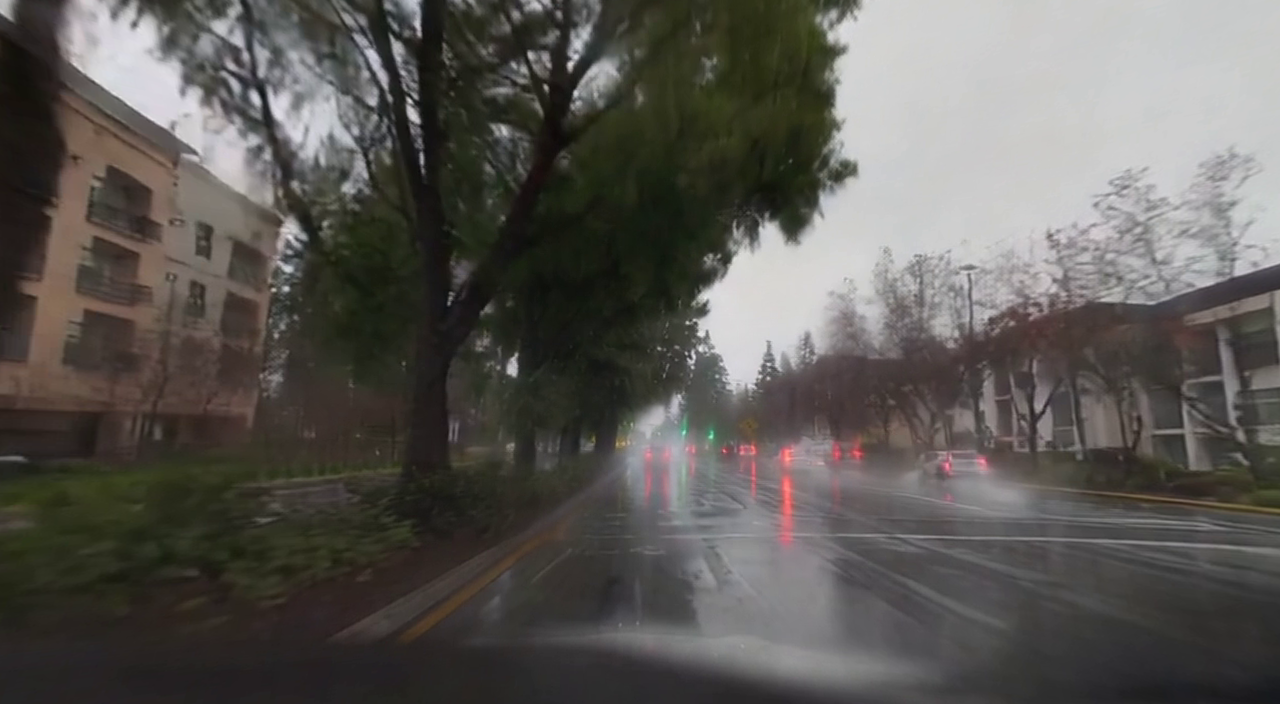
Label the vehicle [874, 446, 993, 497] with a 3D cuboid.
[{"bbox_3d":[9.491,3.865,20.839,2.020,1.472,3.958,0,-8,0],"label":"vehicle"}]

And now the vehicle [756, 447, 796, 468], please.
[{"bbox_3d":[9.934,7.734,46.495,1.888,1.472,4.350,0,-8,-1],"label":"vehicle"}]

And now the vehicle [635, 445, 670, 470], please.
[{"bbox_3d":[0.728,6.556,39.367,2.077,1.477,3.897,0,-8,0],"label":"vehicle"}]
